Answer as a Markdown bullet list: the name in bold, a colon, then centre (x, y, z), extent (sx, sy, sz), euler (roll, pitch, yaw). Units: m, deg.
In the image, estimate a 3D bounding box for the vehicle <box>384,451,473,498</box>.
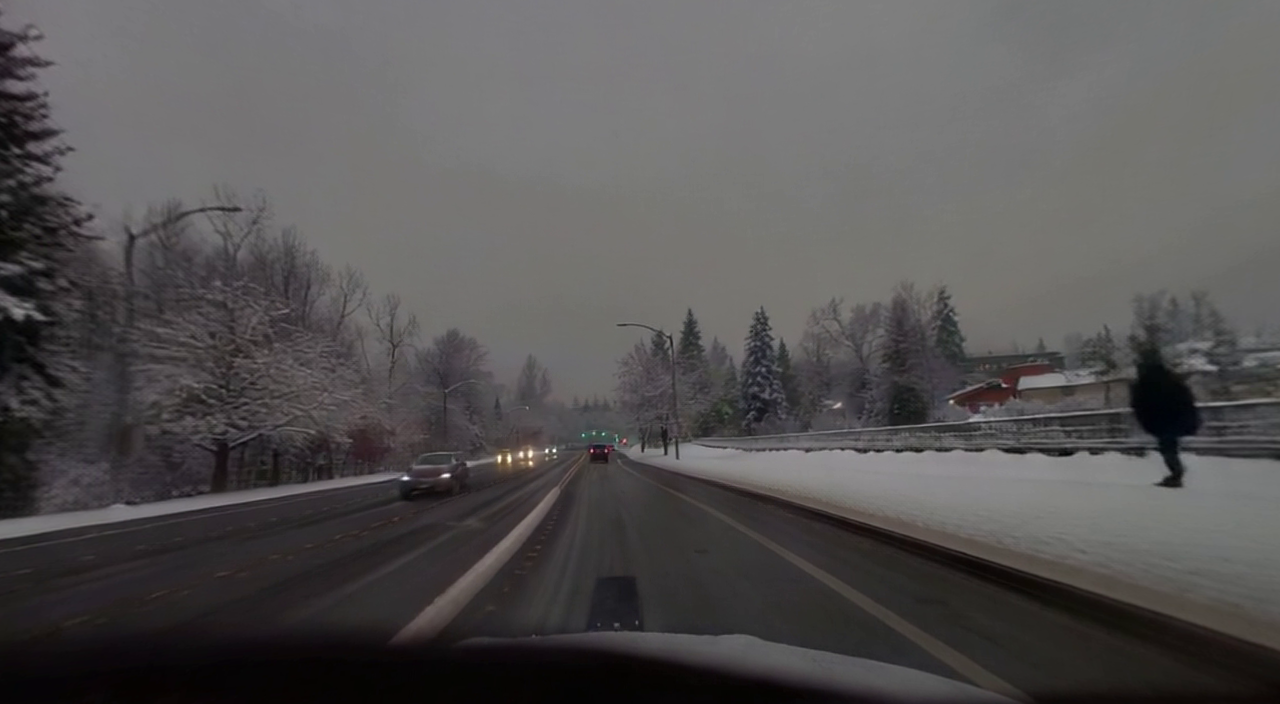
- **vehicle**: centre (-7.688, 4.466, 23.438), extent (2.033, 1.511, 4.247), euler (0, -8, -3)
